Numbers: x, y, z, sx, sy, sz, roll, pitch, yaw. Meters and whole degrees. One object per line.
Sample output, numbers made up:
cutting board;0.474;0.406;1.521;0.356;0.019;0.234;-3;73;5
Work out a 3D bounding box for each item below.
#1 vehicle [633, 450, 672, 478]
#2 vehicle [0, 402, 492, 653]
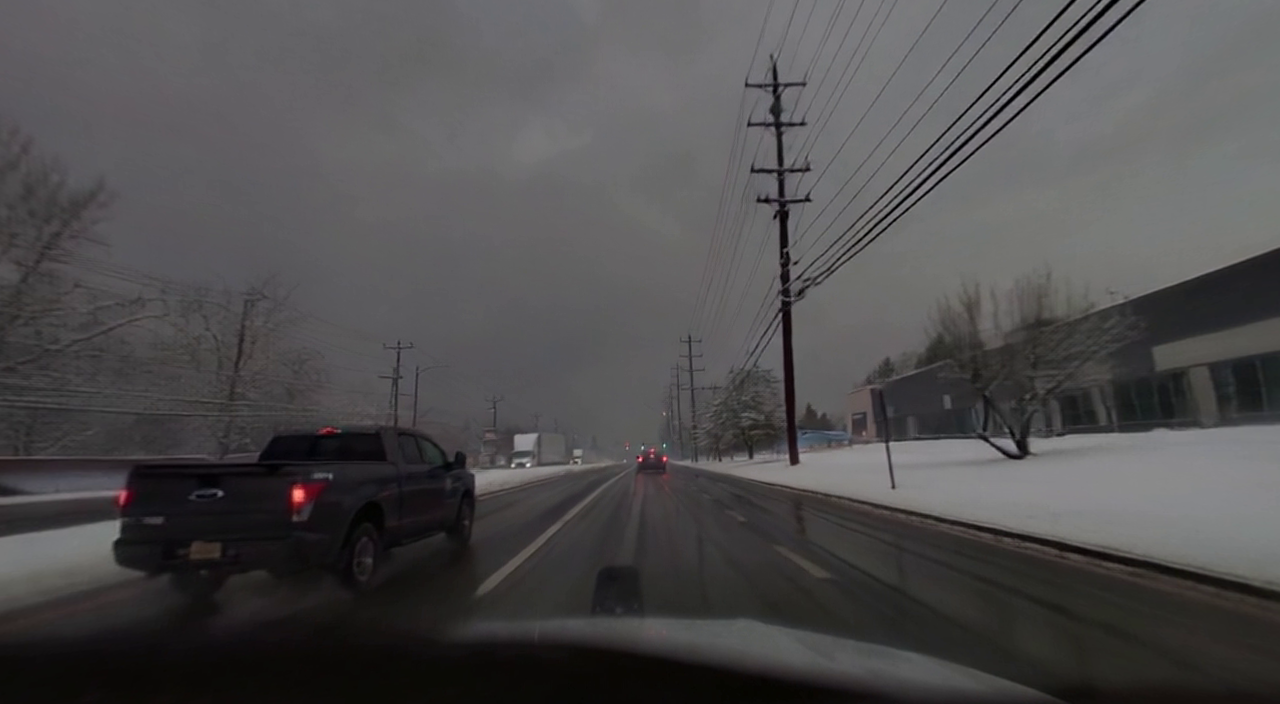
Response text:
vehicle;0.680;6.481;36.626;2.114;1.492;4.453;0;-9;-1
vehicle;-3.254;1.546;6.684;2.169;1.679;4.723;0;-9;1
